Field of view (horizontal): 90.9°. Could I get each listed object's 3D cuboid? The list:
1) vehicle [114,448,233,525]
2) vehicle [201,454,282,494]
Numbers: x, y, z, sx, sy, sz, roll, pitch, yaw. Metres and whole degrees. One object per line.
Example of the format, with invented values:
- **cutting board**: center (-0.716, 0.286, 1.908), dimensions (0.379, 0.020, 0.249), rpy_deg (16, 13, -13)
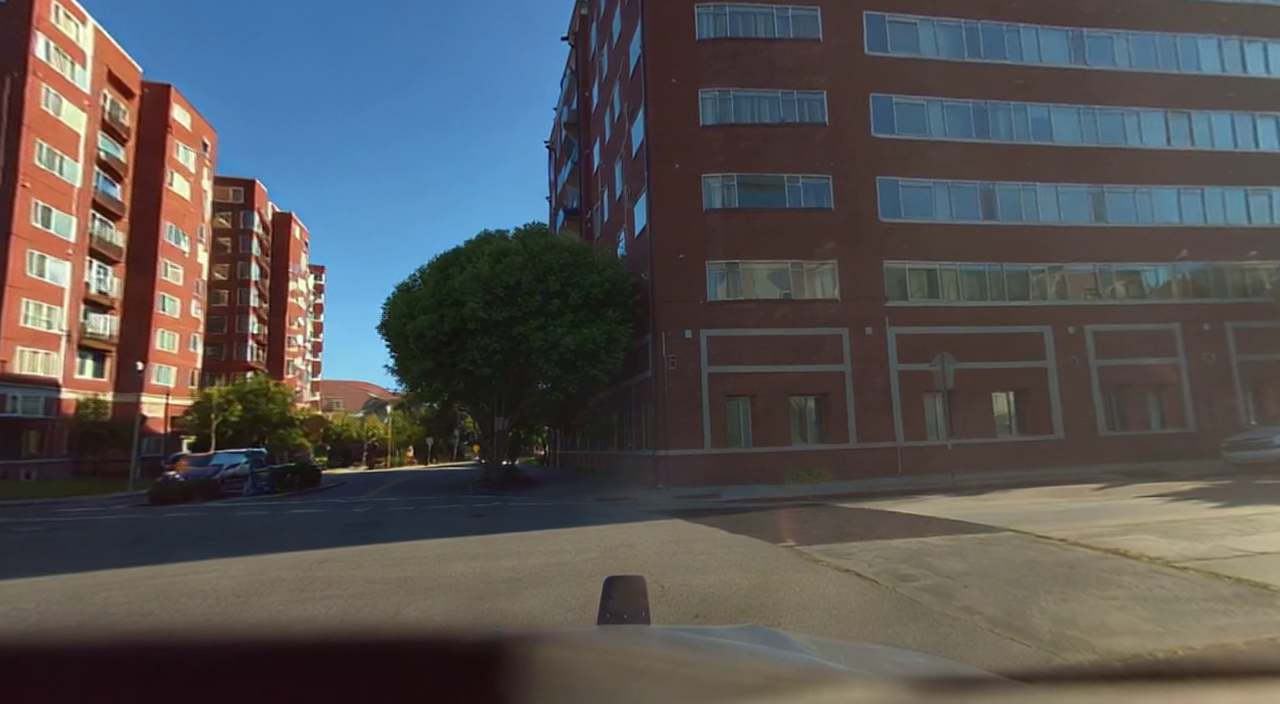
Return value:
- **vehicle**: center (-11.435, 3.172, 15.570), dimensions (2.027, 1.475, 4.522), rpy_deg (3, -9, -36)
- **vehicle**: center (-17.203, 5.243, 27.442), dimensions (1.941, 1.442, 4.384), rpy_deg (1, -8, -18)
